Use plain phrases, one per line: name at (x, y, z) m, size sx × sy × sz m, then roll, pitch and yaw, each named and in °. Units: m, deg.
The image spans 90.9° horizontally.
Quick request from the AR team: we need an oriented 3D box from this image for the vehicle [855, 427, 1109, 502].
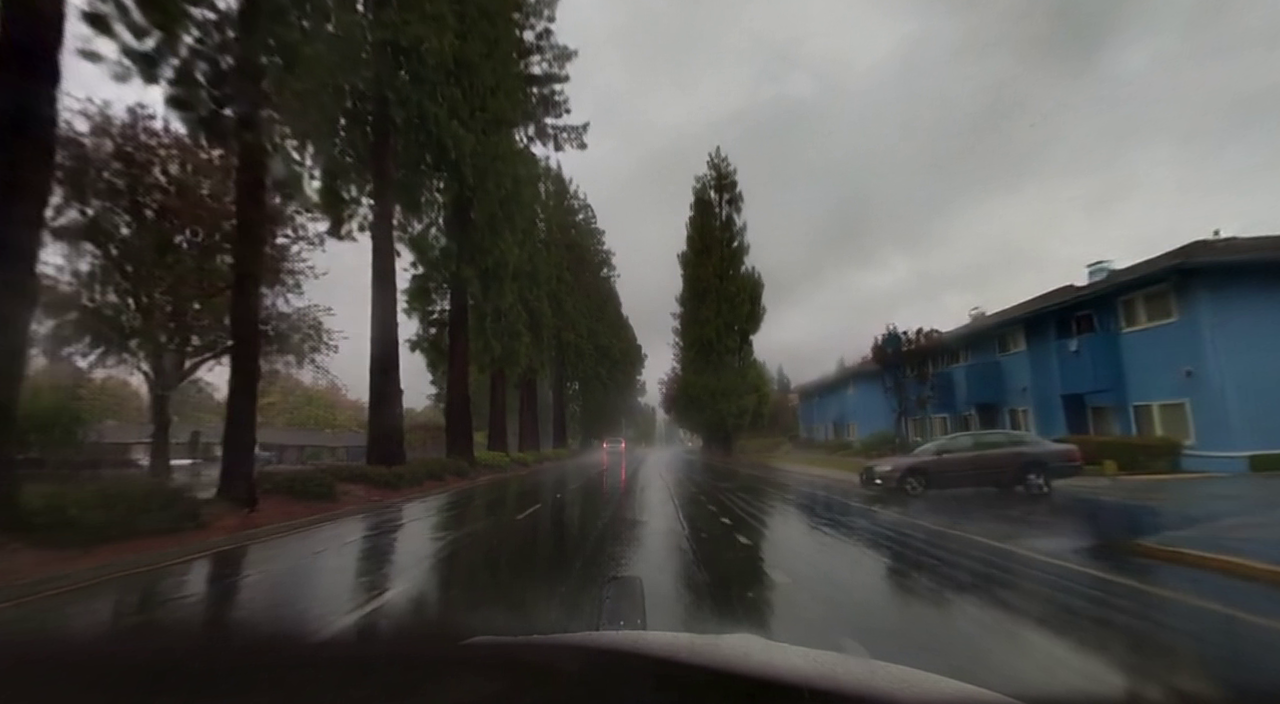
vehicle at (7.420, 2.504, 14.215) m, size 4.575 × 1.514 × 1.932 m, roll -2°, pitch -9°, yaw 10°
